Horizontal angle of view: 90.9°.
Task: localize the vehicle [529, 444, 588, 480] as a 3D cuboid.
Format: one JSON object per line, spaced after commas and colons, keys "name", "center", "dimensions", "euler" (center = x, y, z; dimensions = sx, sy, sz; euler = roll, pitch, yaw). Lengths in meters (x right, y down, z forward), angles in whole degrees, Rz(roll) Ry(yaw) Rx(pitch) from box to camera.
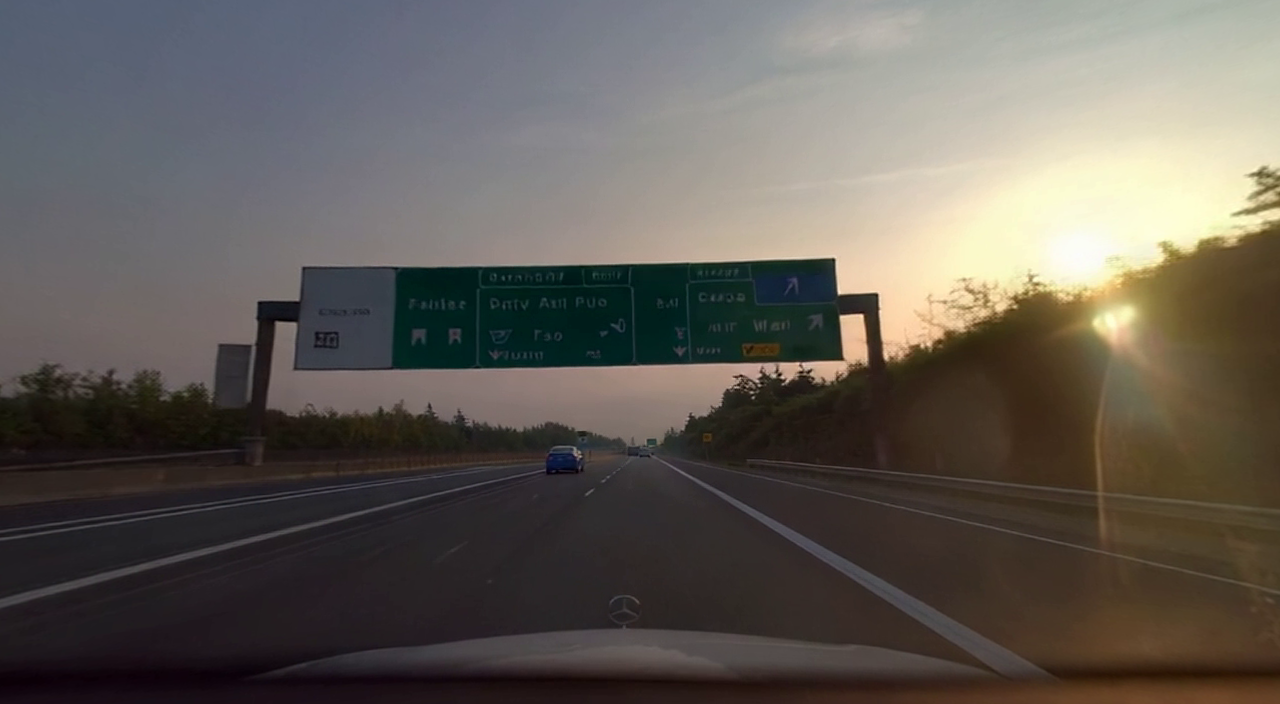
{"name": "vehicle", "center": [-3.850, 5.284, 30.503], "dimensions": [2.160, 1.552, 4.592], "euler": [0, -9, 1]}
